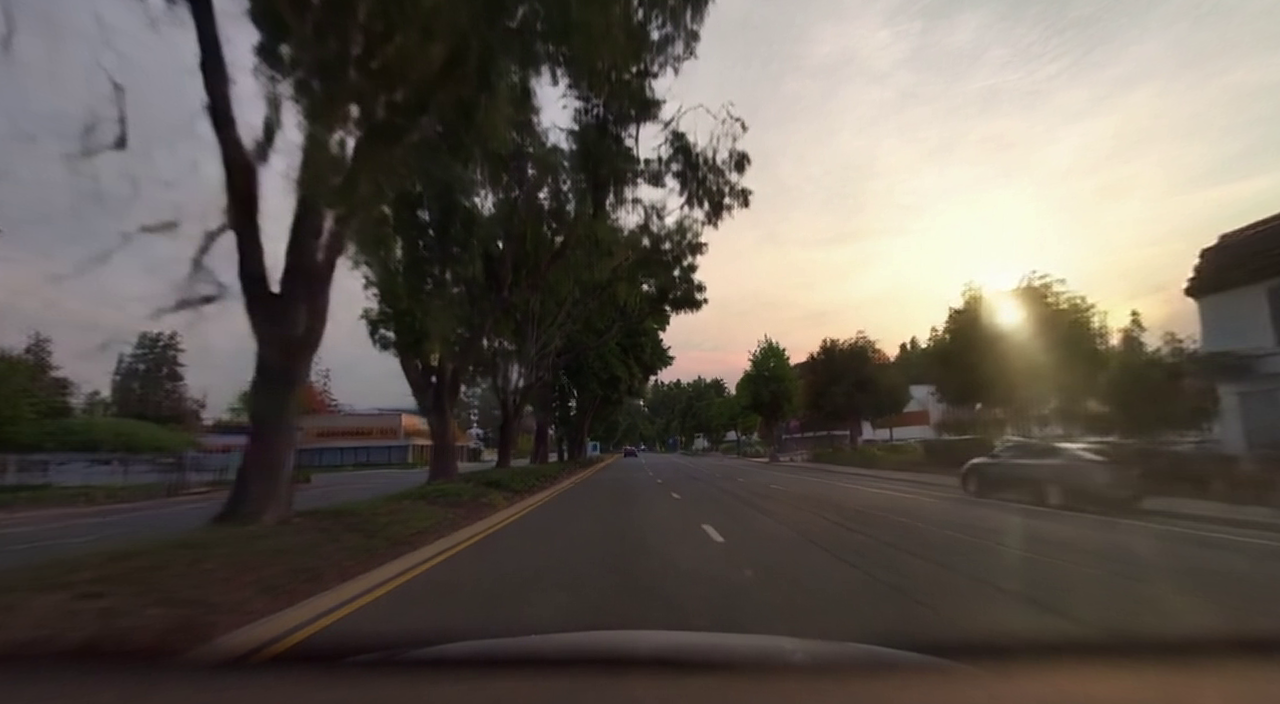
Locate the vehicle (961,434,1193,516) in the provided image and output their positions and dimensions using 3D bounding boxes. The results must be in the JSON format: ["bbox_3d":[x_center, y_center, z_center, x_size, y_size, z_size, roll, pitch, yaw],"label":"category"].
[{"bbox_3d":[9.613,2.735,14.494,1.981,1.557,4.456,0,-9,-2],"label":"vehicle"}]
